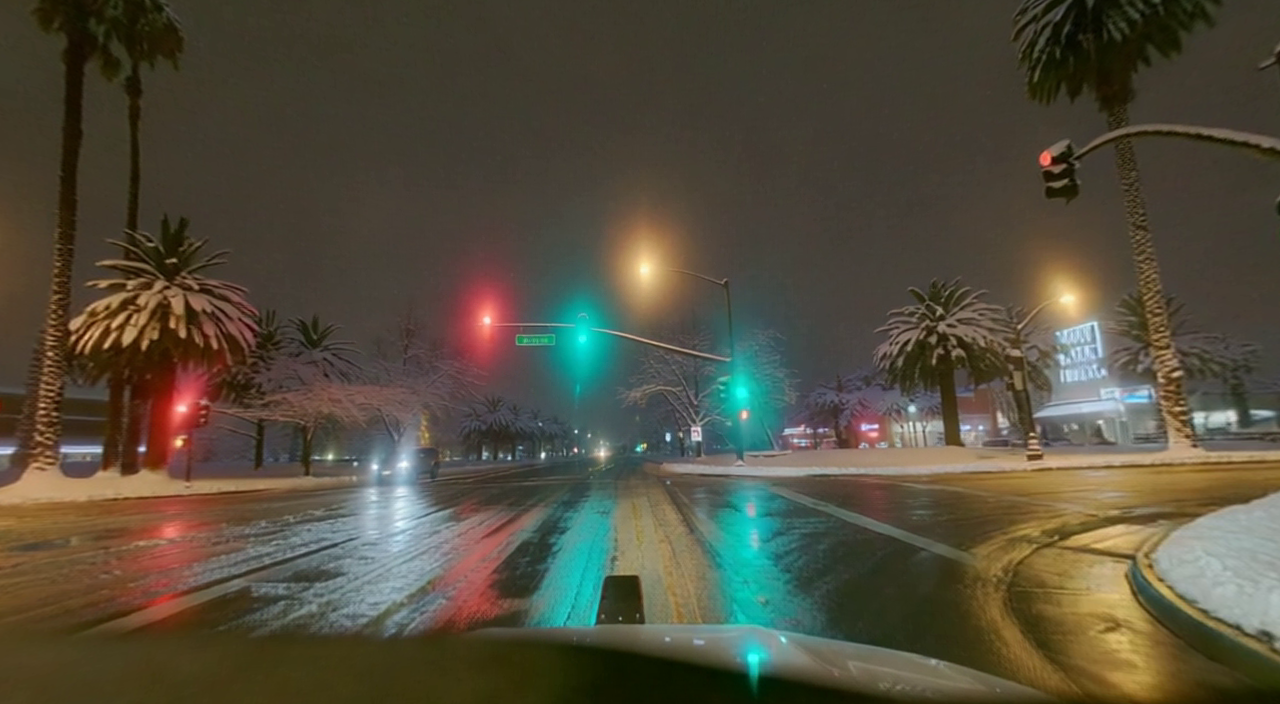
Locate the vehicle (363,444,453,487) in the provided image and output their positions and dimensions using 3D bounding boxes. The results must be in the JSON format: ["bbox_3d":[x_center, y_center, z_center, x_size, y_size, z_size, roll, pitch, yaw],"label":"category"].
[{"bbox_3d":[-10.740,5.263,29.597,2.270,1.833,4.860,0,-9,1],"label":"vehicle"}]
